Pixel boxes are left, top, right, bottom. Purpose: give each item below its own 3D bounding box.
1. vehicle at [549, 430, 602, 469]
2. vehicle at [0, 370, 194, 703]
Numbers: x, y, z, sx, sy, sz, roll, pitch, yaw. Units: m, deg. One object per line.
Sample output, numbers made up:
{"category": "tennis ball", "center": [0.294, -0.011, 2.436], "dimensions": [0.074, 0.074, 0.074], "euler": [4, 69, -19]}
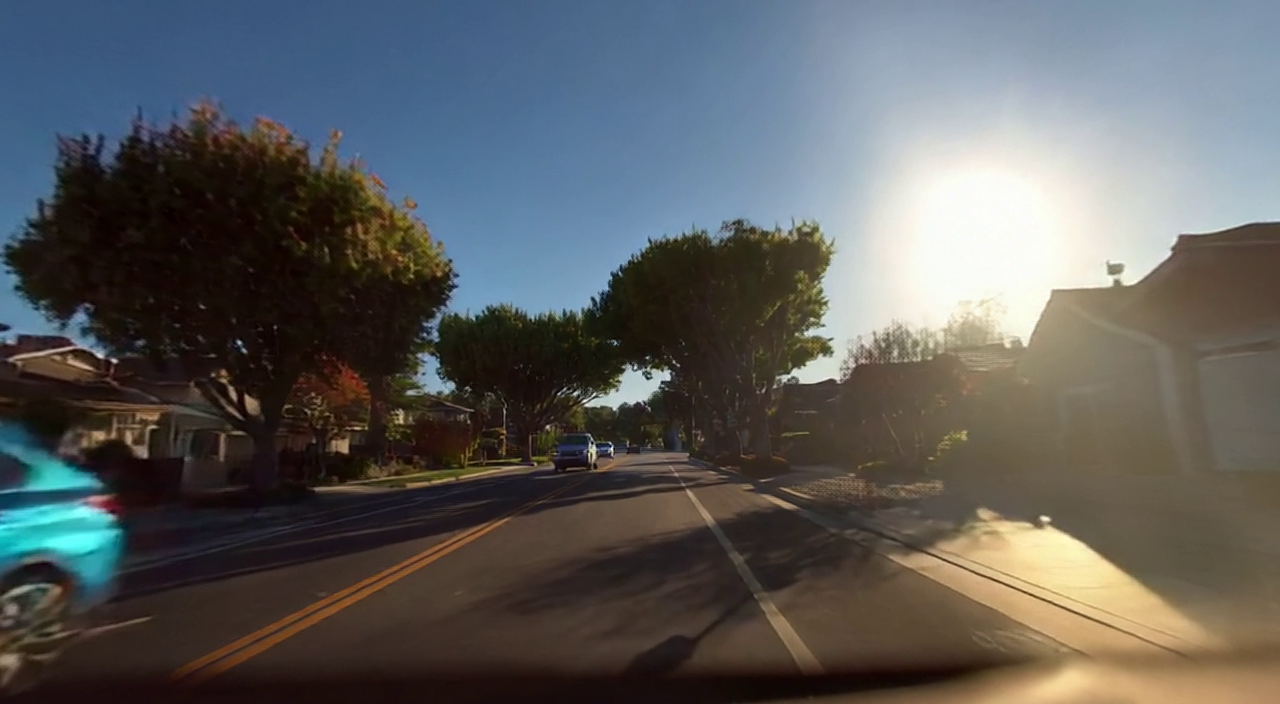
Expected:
{"category": "vehicle", "center": [-3.702, 5.760, 37.331], "dimensions": [2.417, 2.088, 5.780], "euler": [0, -8, 1]}
{"category": "vehicle", "center": [-4.302, 0.838, 2.171], "dimensions": [2.041, 1.780, 4.618], "euler": [0, -8, 1]}
